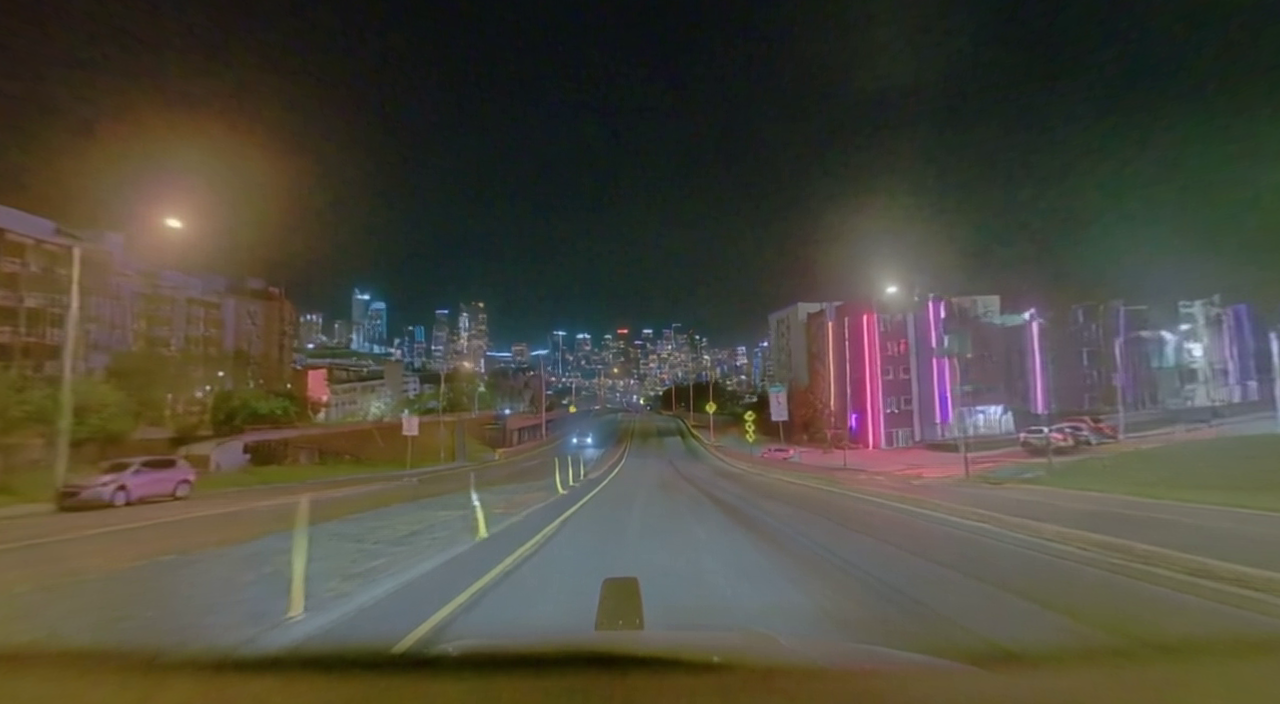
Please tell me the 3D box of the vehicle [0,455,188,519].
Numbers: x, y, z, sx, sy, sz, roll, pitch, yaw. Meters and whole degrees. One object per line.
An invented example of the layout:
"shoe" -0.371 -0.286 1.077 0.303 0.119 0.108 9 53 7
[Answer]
"vehicle" -17.289 4.234 20.369 1.992 1.527 4.540 -1 -6 2

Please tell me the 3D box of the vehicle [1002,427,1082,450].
"vehicle" 28.575 6.166 44.982 4.400 1.614 1.916 0 -8 -1

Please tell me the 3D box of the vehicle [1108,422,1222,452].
"vehicle" 28.969 4.691 34.956 4.536 1.483 1.917 -1 -4 3
